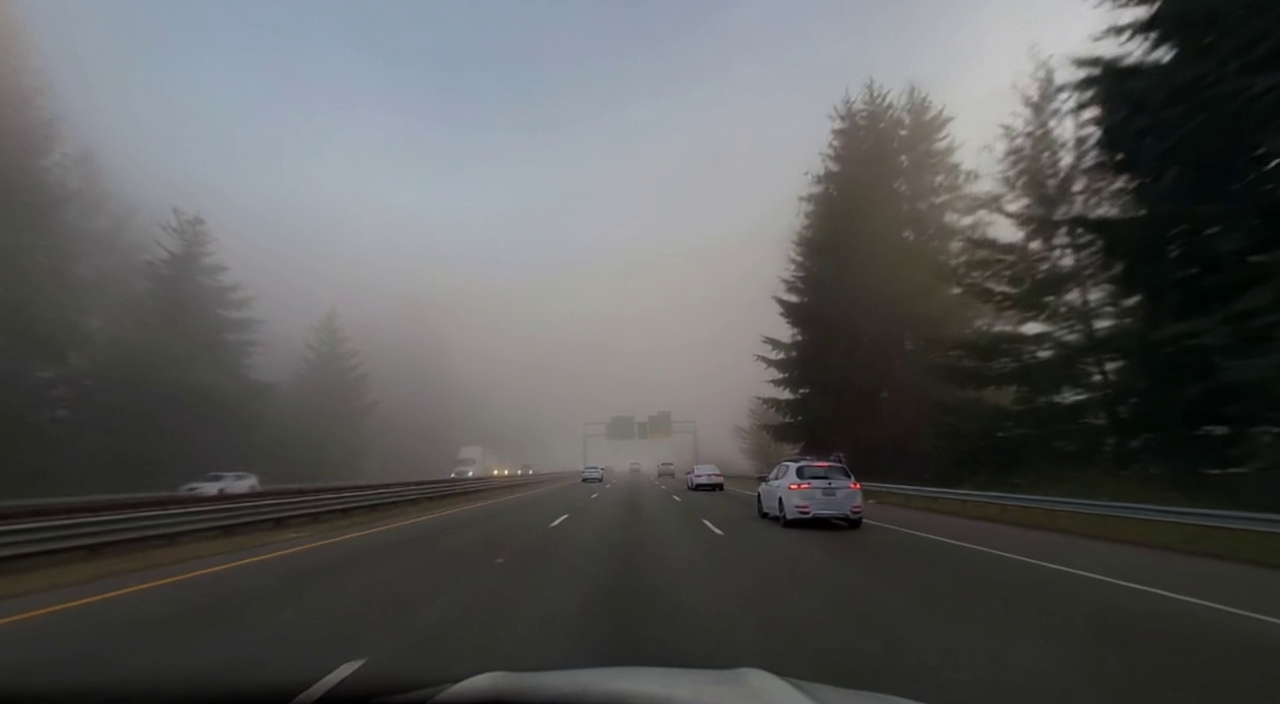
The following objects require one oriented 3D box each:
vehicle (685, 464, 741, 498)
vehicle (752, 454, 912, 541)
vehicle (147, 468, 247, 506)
[{"bbox_3d":[3.461,6.235,30.678,2.051,1.472,4.547,1,-10,-2],"label":"vehicle"},{"bbox_3d":[3.995,3.148,14.129,2.010,1.579,4.679,1,-10,-2],"label":"vehicle"},{"bbox_3d":[-19.895,6.059,28.518,1.750,1.525,3.748,1,-10,-1],"label":"vehicle"}]
